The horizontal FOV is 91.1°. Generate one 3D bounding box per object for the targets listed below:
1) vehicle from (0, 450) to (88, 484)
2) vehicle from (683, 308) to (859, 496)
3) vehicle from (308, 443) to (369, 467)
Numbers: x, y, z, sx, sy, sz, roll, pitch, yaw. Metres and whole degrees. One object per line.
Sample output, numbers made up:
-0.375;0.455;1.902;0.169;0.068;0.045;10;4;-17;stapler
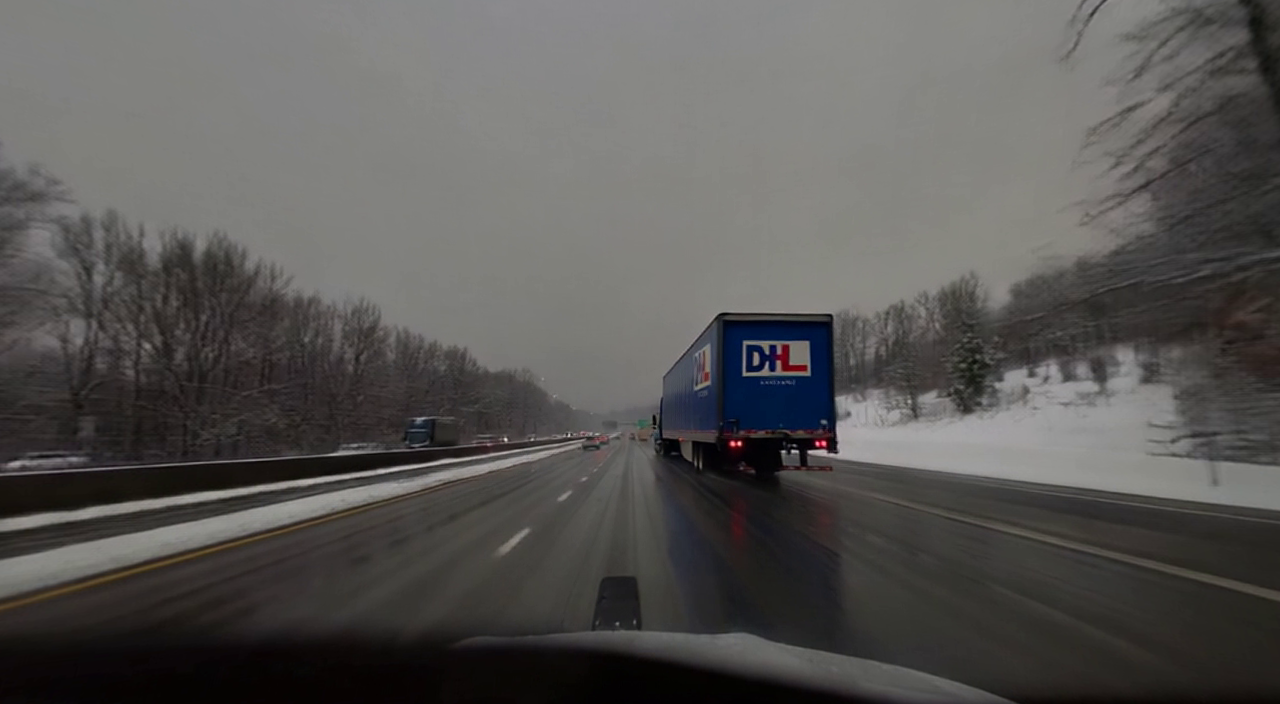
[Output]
-38.716;7.201;39.610;2.271;1.914;5.593;-1;-8;8;vehicle
3.213;1.678;18.581;3.011;4.211;8.926;0;-8;-2;vehicle
-19.823;6.788;41.591;1.931;1.459;4.334;0;-8;-1;vehicle
